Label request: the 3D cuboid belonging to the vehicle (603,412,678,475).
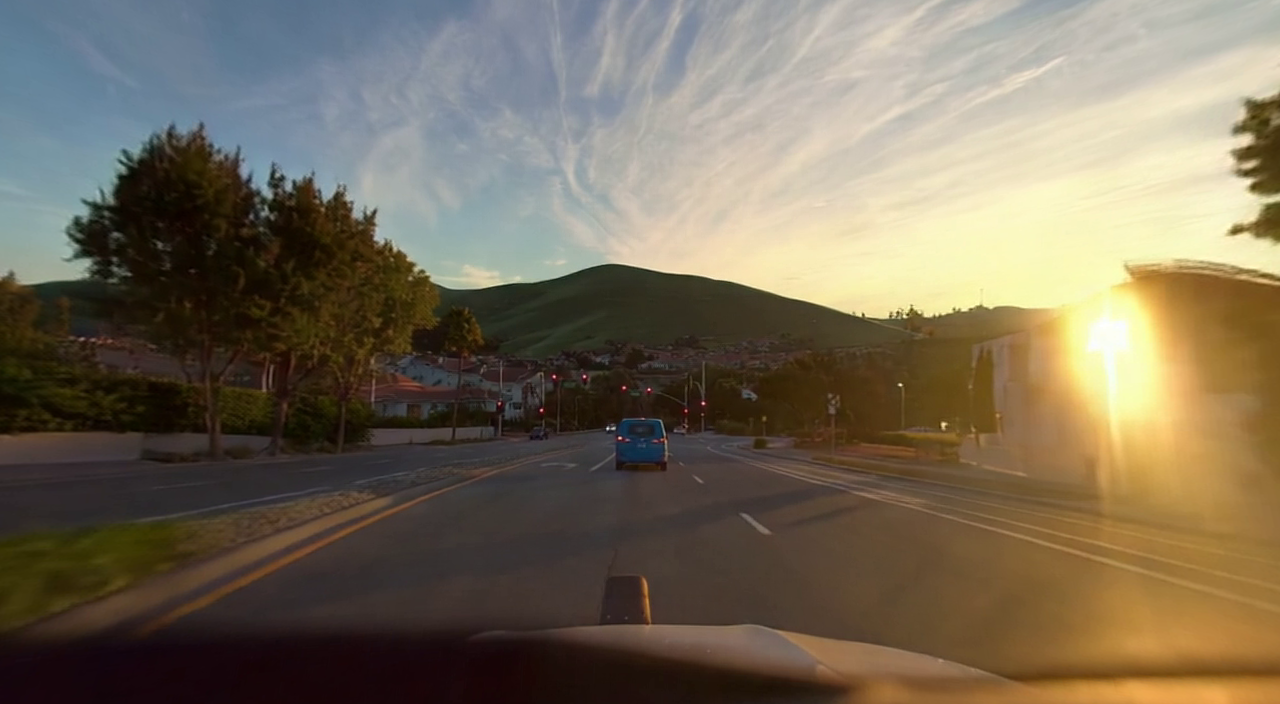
[{"bbox_3d":[0.014,2.984,20.623,2.185,1.822,4.391,0,-8,0],"label":"vehicle"}]
